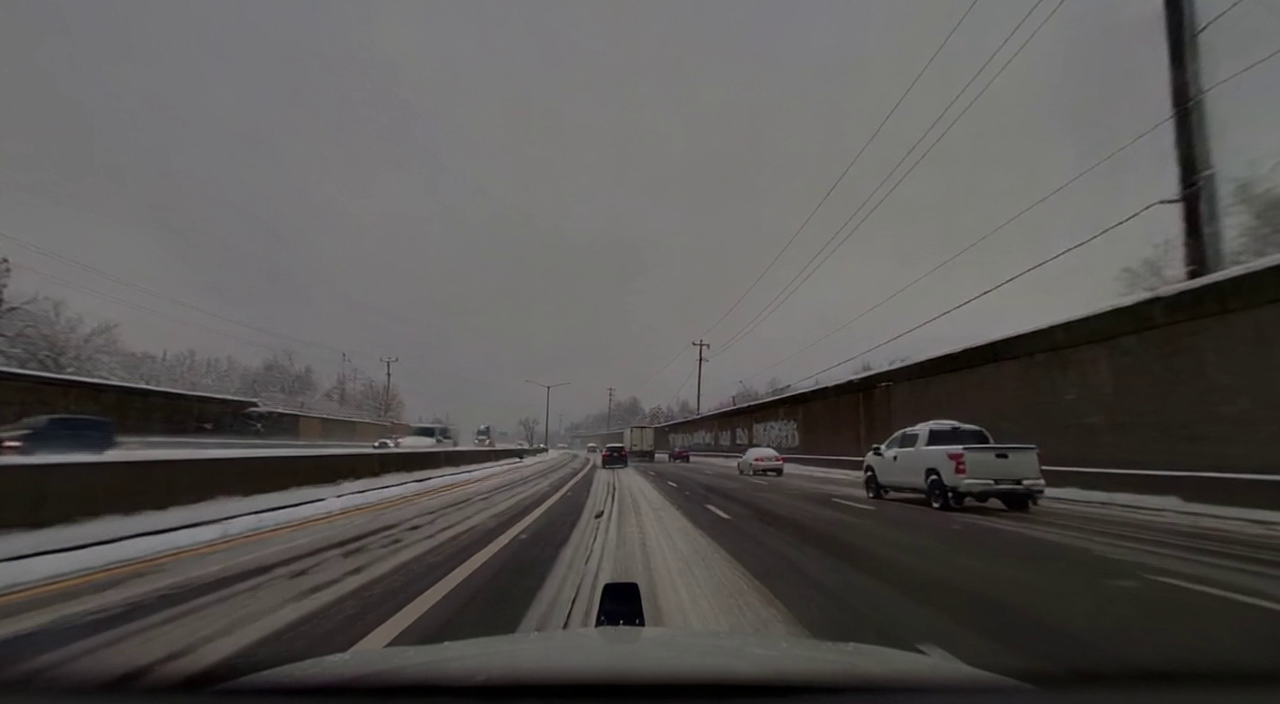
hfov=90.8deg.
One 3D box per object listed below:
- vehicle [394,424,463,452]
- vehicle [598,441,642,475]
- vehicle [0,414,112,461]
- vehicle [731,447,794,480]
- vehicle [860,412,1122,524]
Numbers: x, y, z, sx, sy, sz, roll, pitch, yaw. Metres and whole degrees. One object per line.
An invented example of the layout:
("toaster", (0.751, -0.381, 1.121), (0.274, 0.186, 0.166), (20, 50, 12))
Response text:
("vehicle", (-10.535, 4.396, 31.845), (2.006, 1.300, 4.518), (0, -9, -1))
("vehicle", (-1.086, 5.542, 33.102), (2.191, 1.685, 3.353), (0, -9, -3))
("vehicle", (-21.317, 3.043, 22.080), (1.870, 1.492, 4.545), (0, -9, -2))
("vehicle", (6.082, 5.589, 31.975), (2.032, 1.525, 4.631), (0, -9, -3))
("vehicle", (7.193, 2.499, 14.063), (2.325, 1.924, 5.838), (0, -9, -2))
